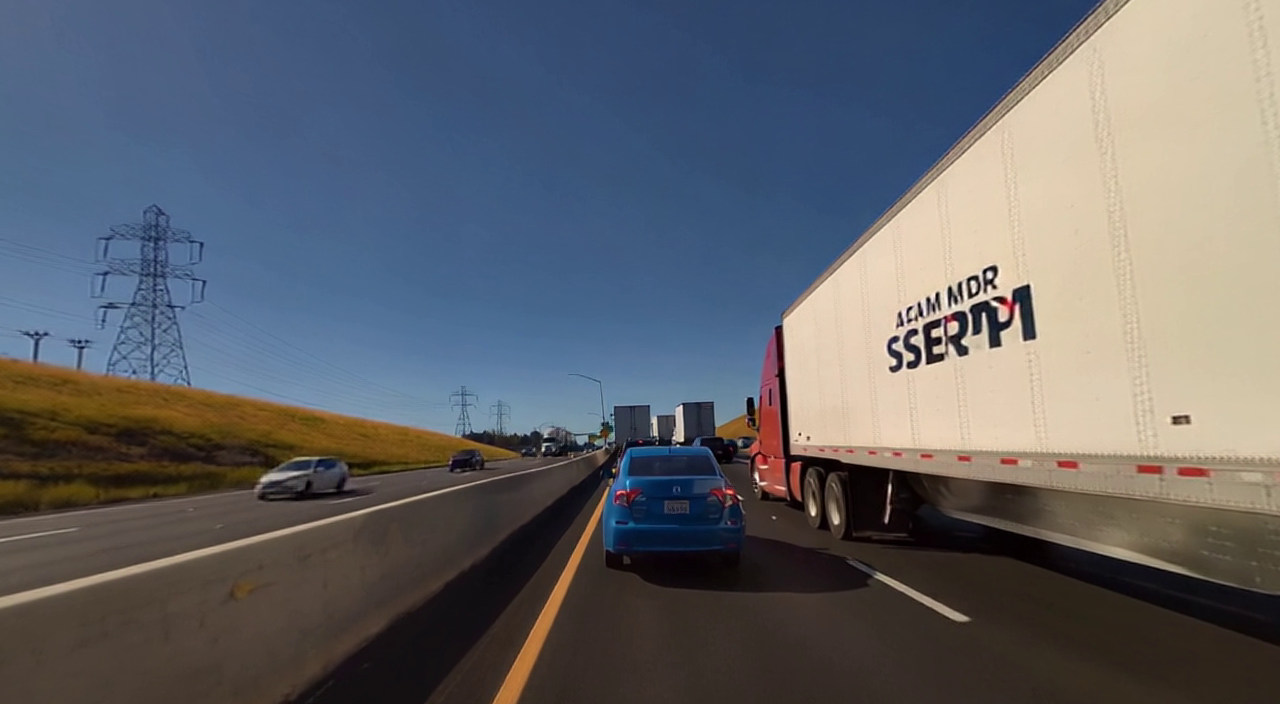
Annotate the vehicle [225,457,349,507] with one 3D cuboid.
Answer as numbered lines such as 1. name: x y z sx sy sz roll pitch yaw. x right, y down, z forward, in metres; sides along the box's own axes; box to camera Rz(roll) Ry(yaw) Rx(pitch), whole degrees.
1. vehicle: -12.231 4.503 22.220 1.853 1.445 4.478 0 -8 -1

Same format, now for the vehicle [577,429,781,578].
1. vehicle: 0.331 1.778 8.172 2.045 1.446 3.597 0 -8 -2

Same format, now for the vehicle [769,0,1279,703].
1. vehicle: 4.115 -0.079 4.210 3.138 4.065 14.276 0 -8 -1

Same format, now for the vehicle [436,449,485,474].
1. vehicle: -11.941 7.308 42.218 1.914 1.478 4.597 -1 -8 1
